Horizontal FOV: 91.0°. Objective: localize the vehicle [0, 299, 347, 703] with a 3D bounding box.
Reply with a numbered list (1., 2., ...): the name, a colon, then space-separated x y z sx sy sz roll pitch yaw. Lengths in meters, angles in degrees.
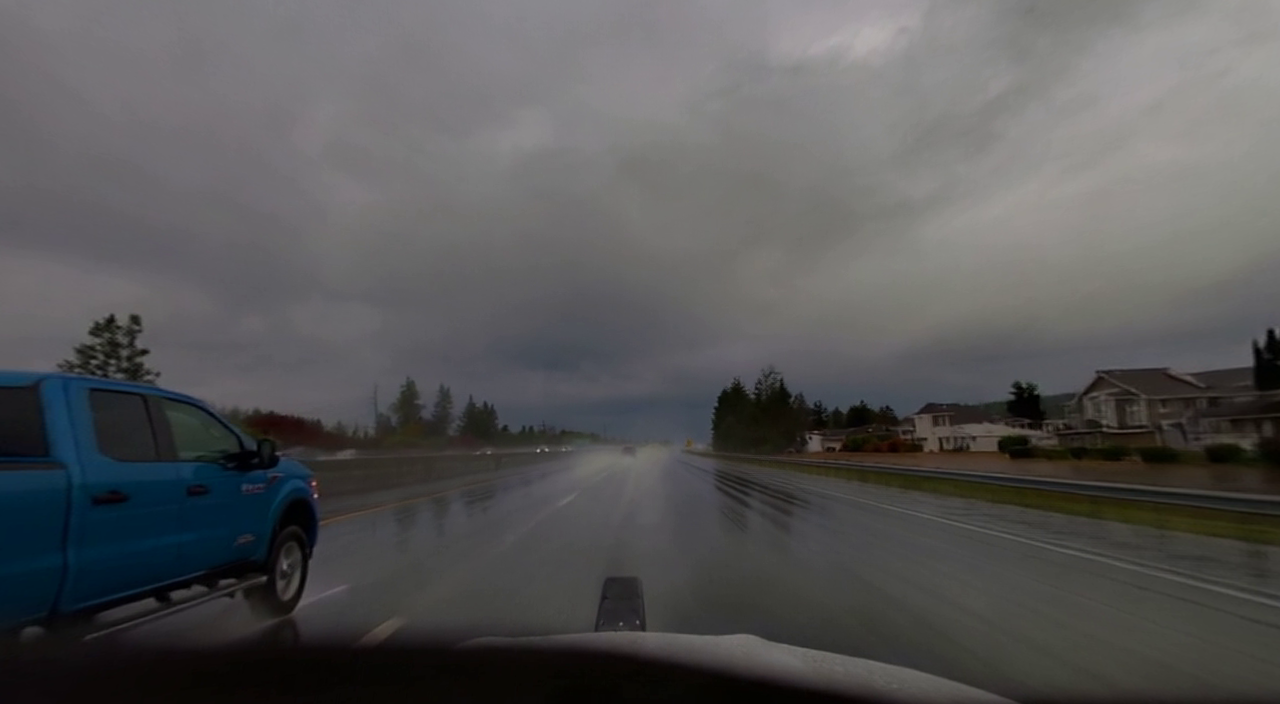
1. vehicle: -3.507 0.732 2.438 2.202 1.836 5.009 0 -9 1
